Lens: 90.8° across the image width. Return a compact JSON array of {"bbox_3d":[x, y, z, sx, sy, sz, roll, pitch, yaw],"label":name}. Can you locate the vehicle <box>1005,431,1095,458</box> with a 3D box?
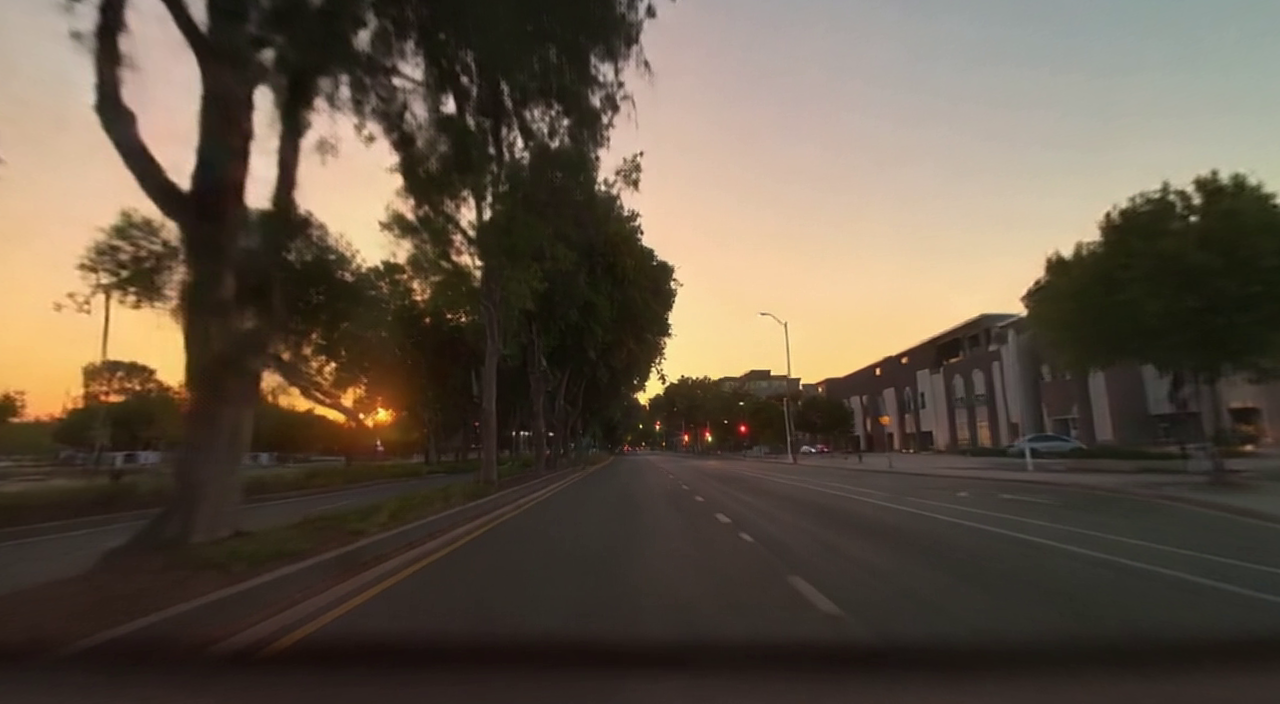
[{"bbox_3d":[29.202,6.616,45.143,4.924,1.901,2.095,0,-9,0],"label":"vehicle"}]
